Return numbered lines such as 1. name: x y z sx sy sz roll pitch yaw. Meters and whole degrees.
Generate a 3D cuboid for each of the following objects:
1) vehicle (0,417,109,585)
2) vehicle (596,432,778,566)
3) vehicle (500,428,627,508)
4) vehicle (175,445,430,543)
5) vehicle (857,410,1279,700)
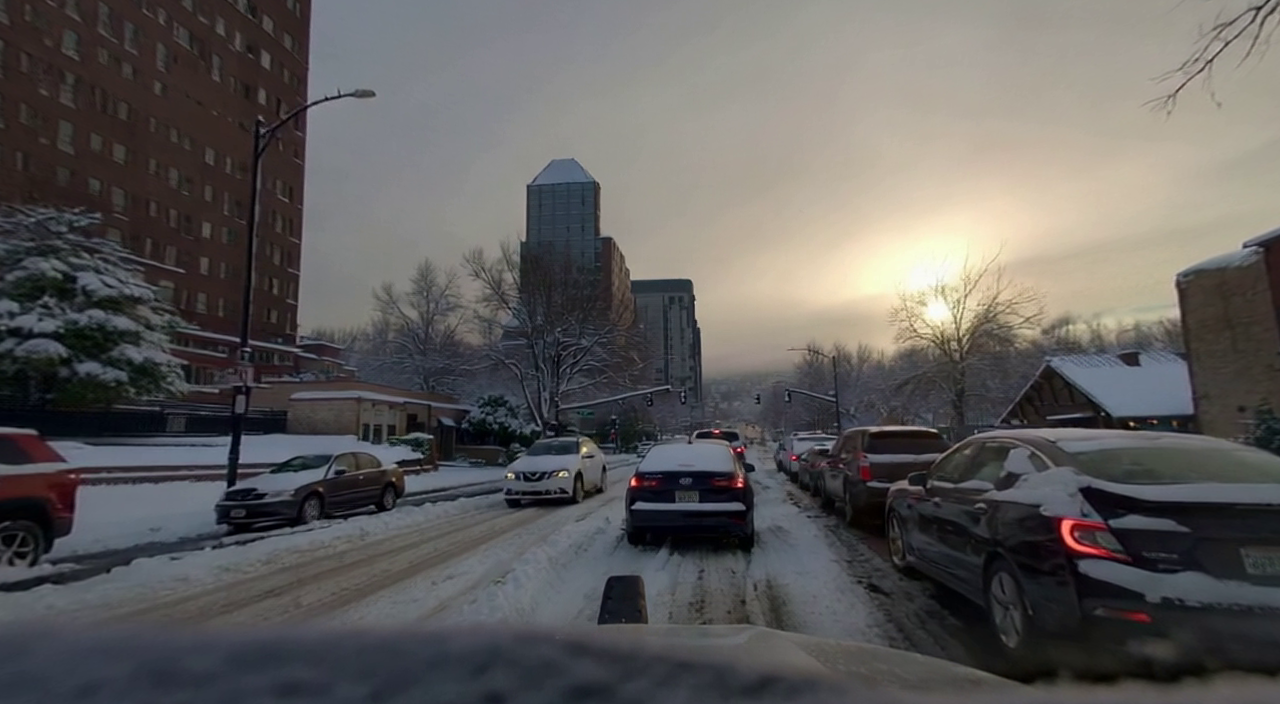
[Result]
1. vehicle: -8.007 1.472 5.777 1.934 1.770 4.546 -3 -9 8
2. vehicle: 0.743 1.913 8.977 2.031 1.461 3.763 -1 -8 7
3. vehicle: -1.783 2.933 16.468 2.102 1.771 4.599 -1 -8 9
4. vehicle: -6.142 2.570 12.225 1.928 1.503 4.322 -2 -9 12
5. vehicle: 3.350 1.376 5.477 1.982 1.510 4.144 -1 -8 8
